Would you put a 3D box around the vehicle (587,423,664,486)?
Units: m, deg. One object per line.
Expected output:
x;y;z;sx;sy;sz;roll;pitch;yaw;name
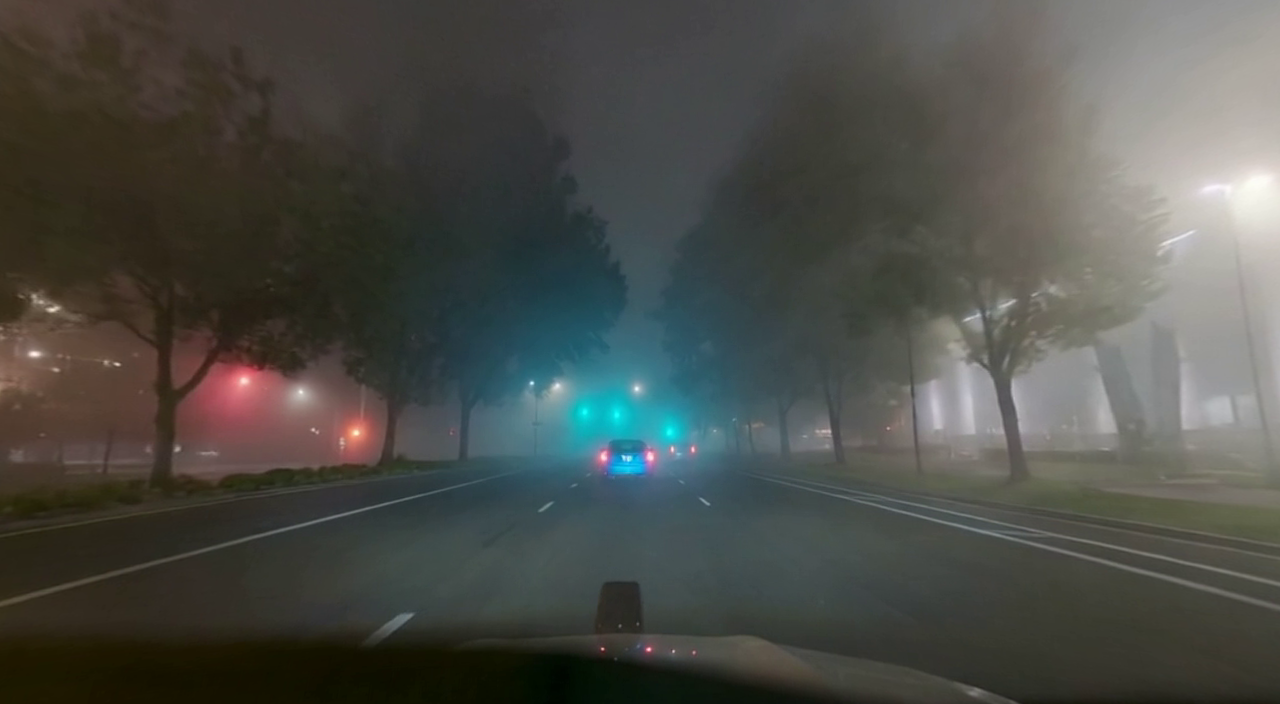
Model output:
-0.473;3.431;21.308;2.313;1.860;4.319;0;-9;-1;vehicle

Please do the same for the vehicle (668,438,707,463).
3.055;6.464;41.586;2.065;1.495;4.792;0;-9;-1;vehicle
